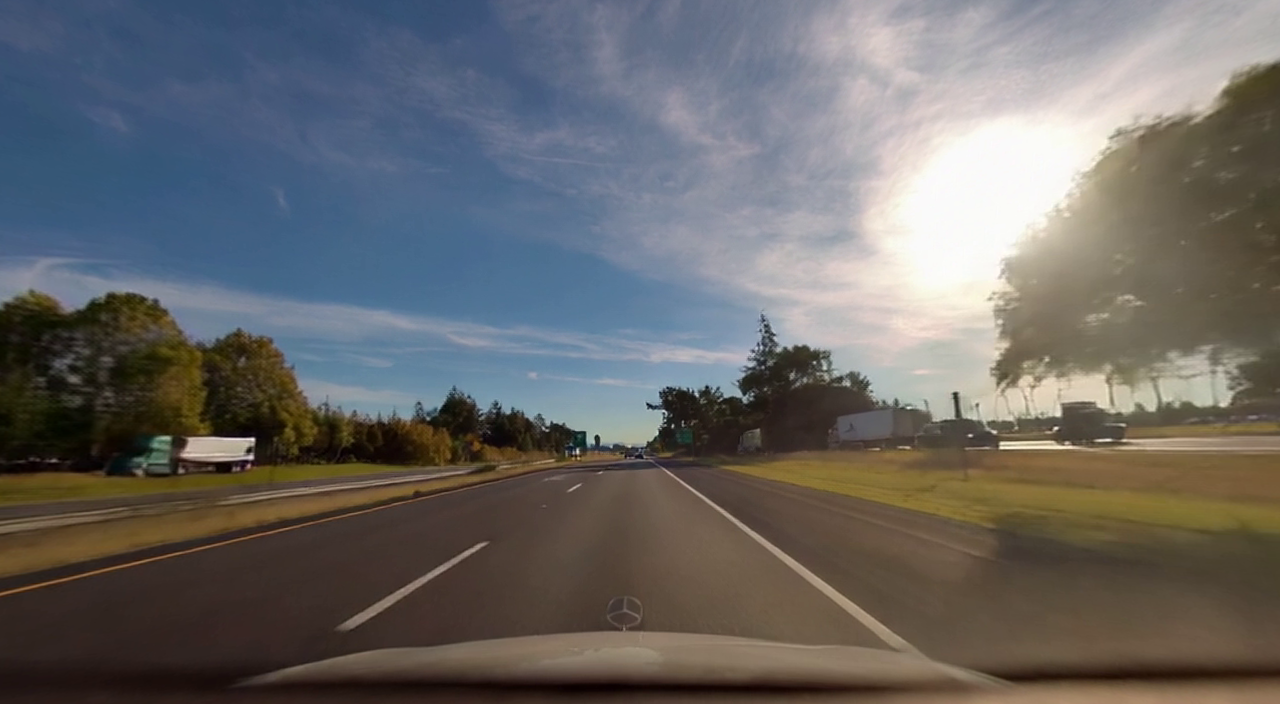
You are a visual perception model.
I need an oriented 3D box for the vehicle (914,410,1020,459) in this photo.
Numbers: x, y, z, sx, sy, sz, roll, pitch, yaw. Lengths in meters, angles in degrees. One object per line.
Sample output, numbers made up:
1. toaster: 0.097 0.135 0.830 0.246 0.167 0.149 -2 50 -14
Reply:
1. vehicle: 20.786 5.420 40.683 2.558 2.886 7.552 0 -9 -2
